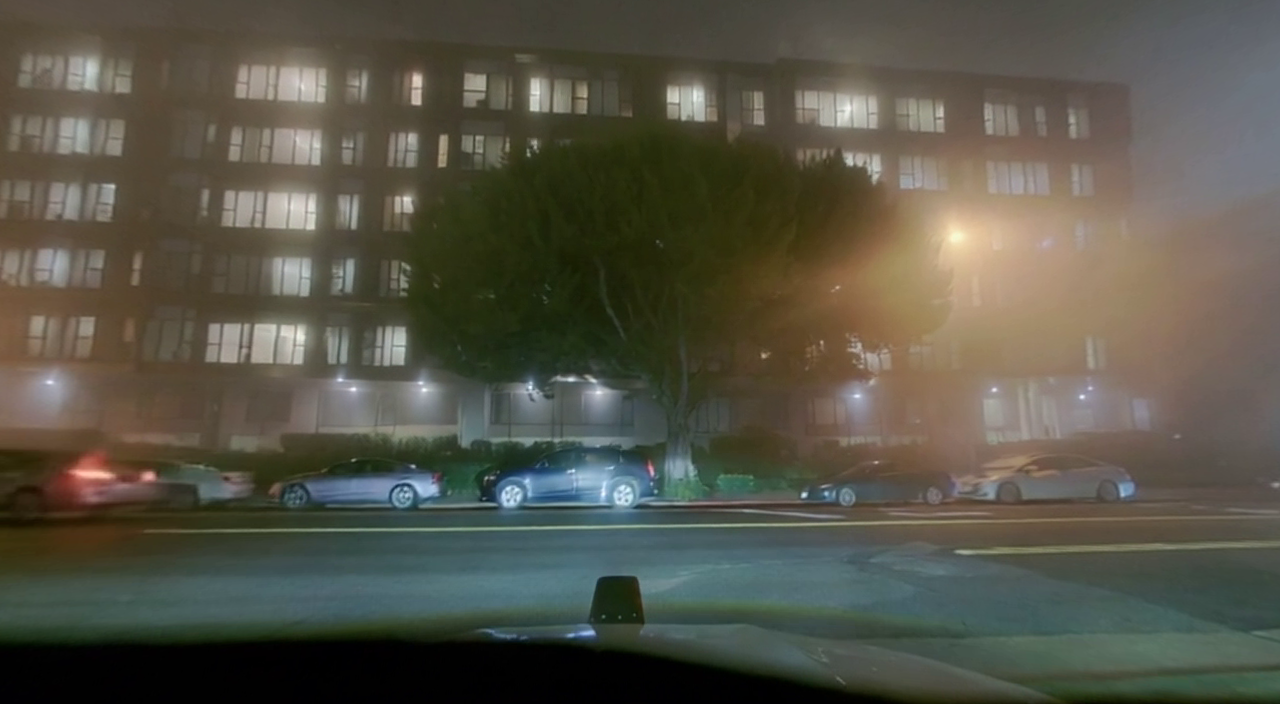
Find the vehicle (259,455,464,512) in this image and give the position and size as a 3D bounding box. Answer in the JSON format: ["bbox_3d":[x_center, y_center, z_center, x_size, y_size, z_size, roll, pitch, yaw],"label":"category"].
[{"bbox_3d":[-7.523,3.631,17.549,4.851,1.339,1.785,0,-12,-7],"label":"vehicle"}]

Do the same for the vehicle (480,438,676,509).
[{"bbox_3d":[-1.793,3.475,18.213,5.299,1.860,2.098,2,-11,-10],"label":"vehicle"}]

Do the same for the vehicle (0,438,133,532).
[{"bbox_3d":[-11.985,2.276,11.030,4.396,1.501,1.955,1,-9,-7],"label":"vehicle"}]

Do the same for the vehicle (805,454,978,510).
[{"bbox_3d":[7.560,3.899,19.174,4.521,1.411,1.726,0,-9,-9],"label":"vehicle"}]

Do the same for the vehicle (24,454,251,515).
[{"bbox_3d":[-13.186,3.477,16.863,4.336,1.438,1.776,1,-8,-8],"label":"vehicle"}]

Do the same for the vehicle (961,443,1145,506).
[{"bbox_3d":[13.048,3.827,20.127,4.544,1.780,1.966,0,-8,-6],"label":"vehicle"}]
